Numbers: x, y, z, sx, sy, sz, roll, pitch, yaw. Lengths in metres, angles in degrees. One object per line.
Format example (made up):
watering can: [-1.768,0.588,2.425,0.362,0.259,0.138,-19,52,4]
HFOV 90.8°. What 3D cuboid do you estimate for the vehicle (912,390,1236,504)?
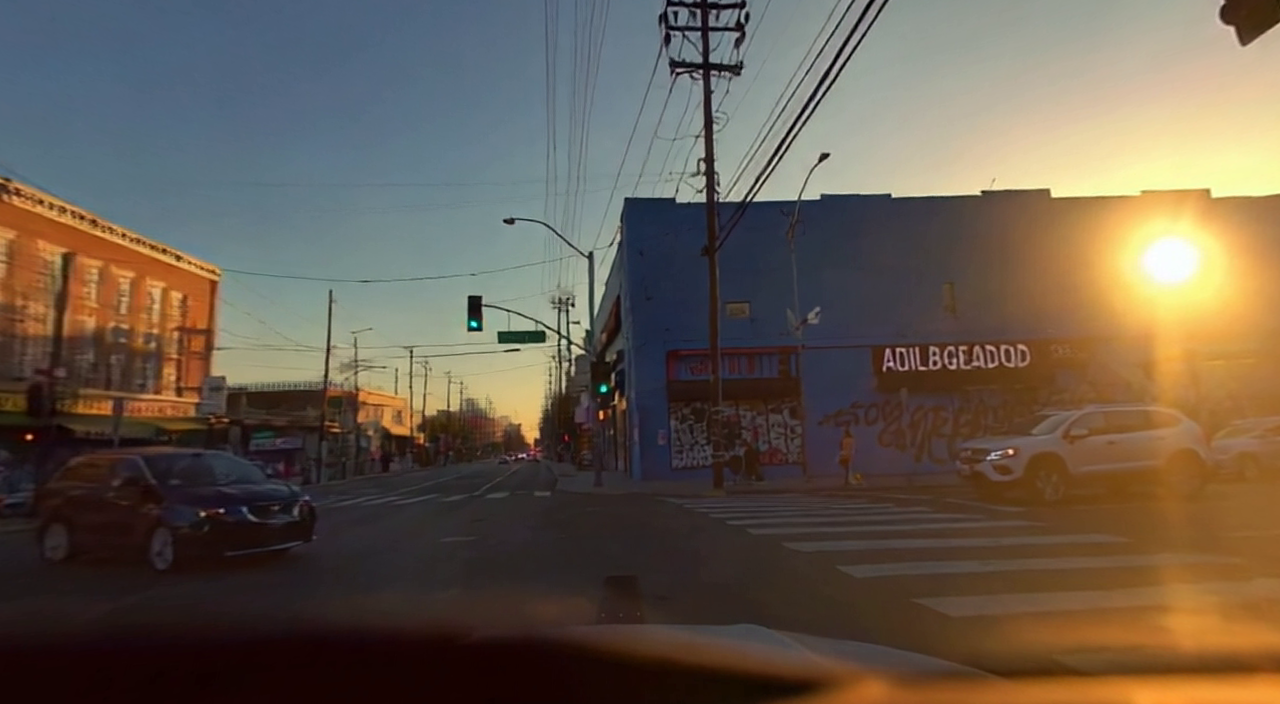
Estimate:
vehicle: [8.503,1.884,12.686,4.970,1.972,2.372,1,-9,-11]

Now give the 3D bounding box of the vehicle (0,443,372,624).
vehicle: [-5.436,1.805,7.309,4.439,1.457,2.097,-6,-10,33]
